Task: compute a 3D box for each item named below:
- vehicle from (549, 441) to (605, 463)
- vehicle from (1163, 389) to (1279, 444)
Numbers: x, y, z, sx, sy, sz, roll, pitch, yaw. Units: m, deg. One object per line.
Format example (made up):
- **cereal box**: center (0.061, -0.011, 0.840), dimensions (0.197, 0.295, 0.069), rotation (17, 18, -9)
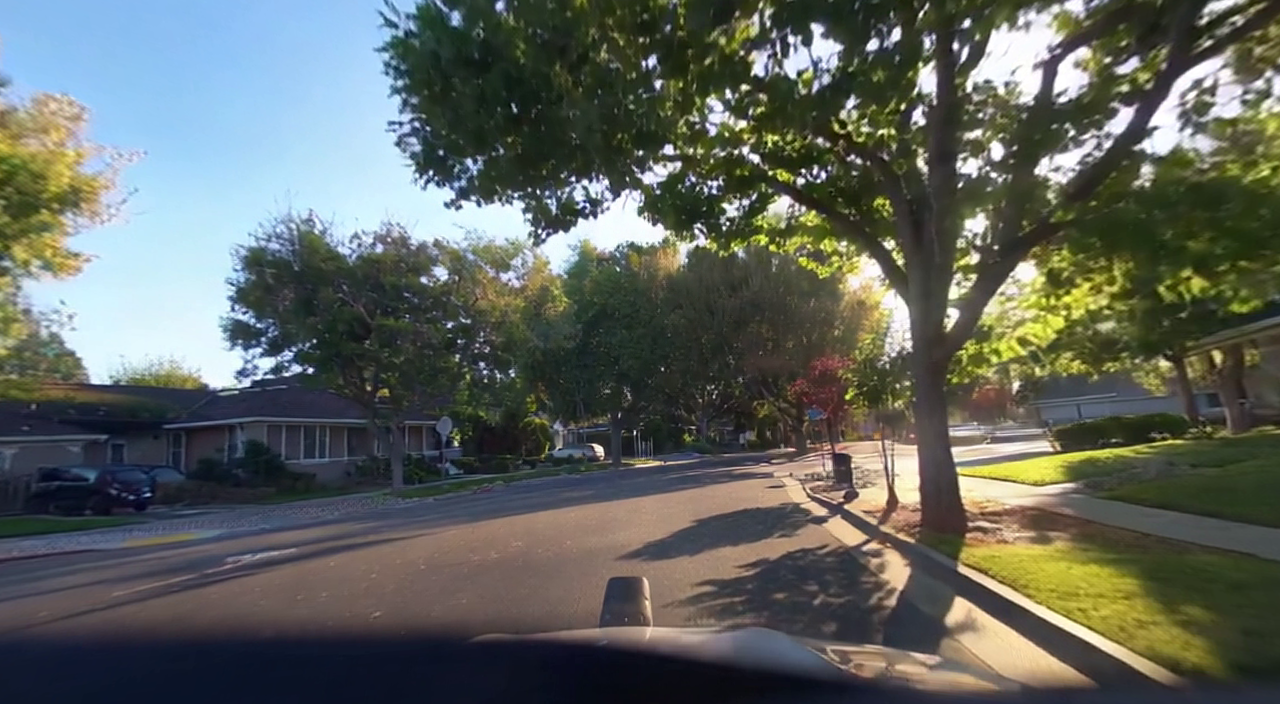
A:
- **vehicle**: center (-4.918, 7.862, 49.624), dimensions (4.252, 1.681, 1.854), rotation (1, -8, -5)
- **vehicle**: center (18.869, 2.073, 19.777), dimensions (1.806, 1.481, 4.671), rotation (-7, -10, 14)
